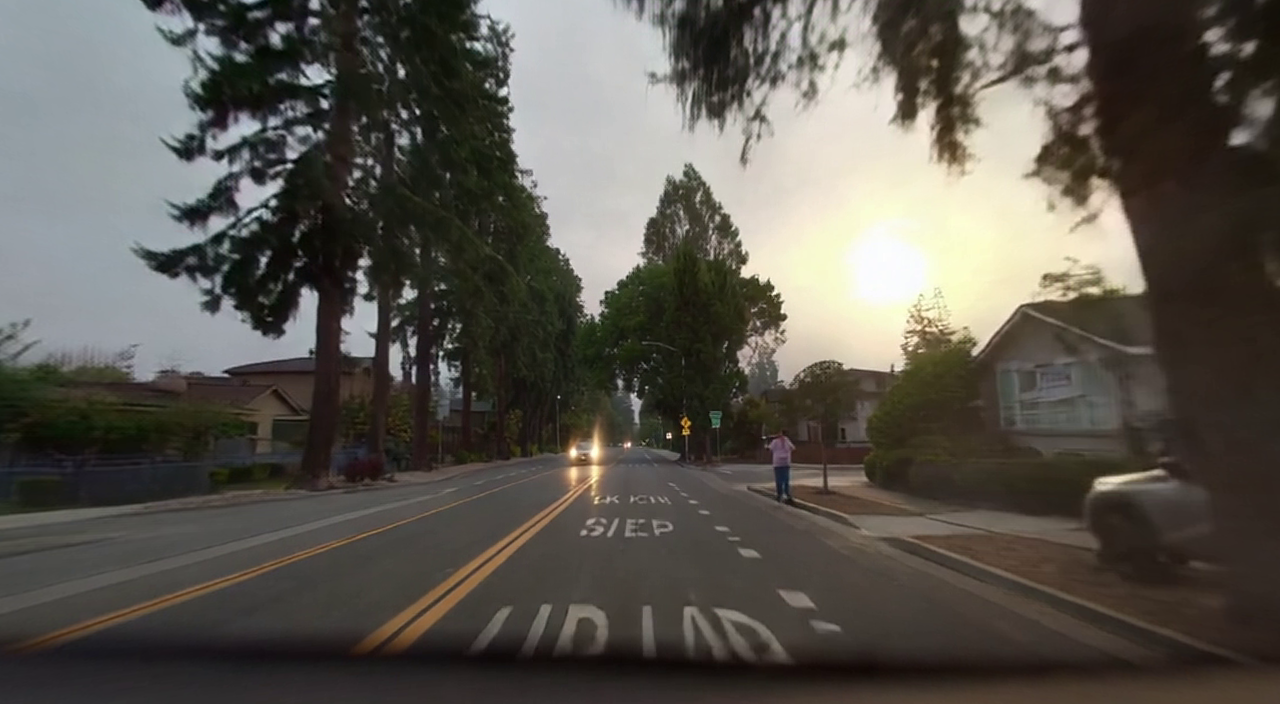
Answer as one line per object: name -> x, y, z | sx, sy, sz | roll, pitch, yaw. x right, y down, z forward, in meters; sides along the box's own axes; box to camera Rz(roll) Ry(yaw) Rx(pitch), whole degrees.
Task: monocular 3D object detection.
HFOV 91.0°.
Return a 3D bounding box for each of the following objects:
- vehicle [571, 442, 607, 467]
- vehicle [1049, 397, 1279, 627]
vehicle -> -3.833, 7.795, 48.101 | 2.267, 1.768, 4.911 | 0, -9, 1
vehicle -> 5.856, 1.238, 4.978 | 2.096, 1.713, 4.606 | 0, -9, 0
